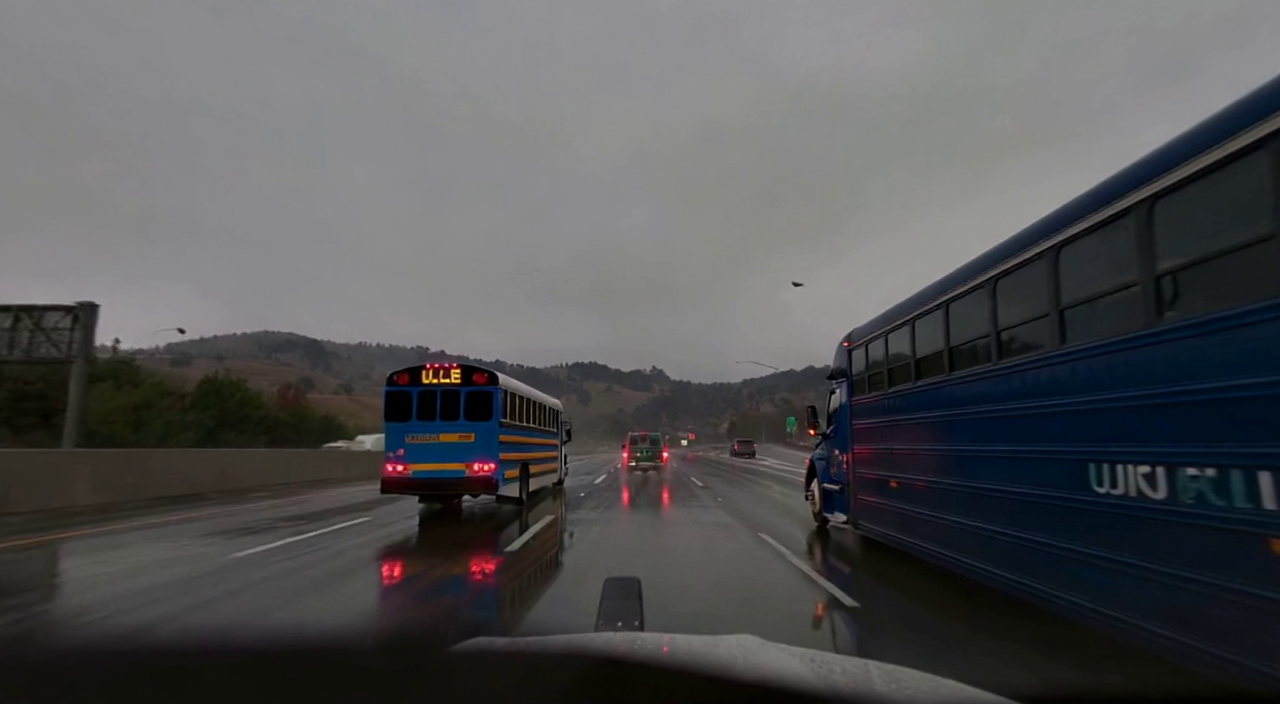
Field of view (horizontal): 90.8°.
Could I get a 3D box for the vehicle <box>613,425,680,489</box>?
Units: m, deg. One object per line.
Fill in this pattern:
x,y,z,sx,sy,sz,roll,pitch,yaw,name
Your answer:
0.156,3.507,21.403,2.037,1.929,4.343,0,-8,-1,vehicle

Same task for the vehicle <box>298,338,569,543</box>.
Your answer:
-3.472,1.861,13.353,2.947,3.009,7.991,0,-8,0,vehicle
